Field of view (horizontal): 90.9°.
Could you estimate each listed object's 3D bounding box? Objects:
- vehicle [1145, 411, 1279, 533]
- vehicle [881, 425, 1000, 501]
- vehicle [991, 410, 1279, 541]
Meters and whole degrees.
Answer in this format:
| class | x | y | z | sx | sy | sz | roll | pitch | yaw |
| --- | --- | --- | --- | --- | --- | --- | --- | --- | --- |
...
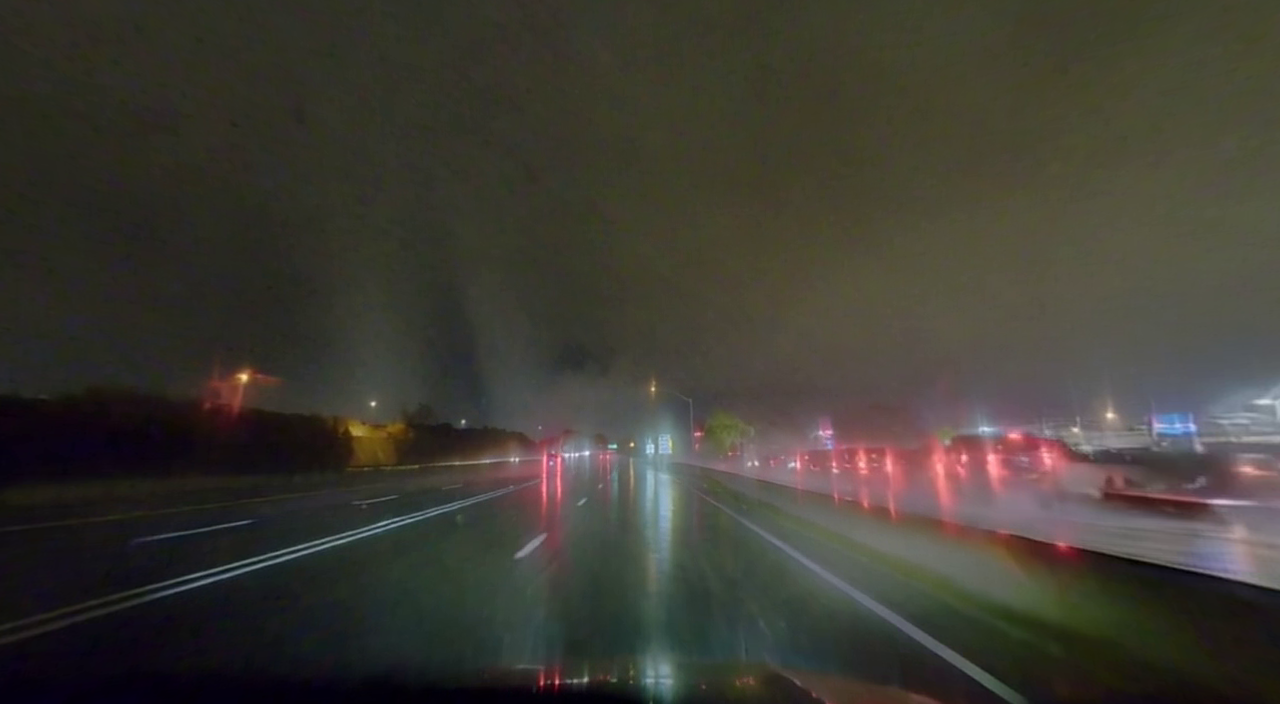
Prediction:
| class | x | y | z | sx | sy | sz | roll | pitch | yaw |
| --- | --- | --- | --- | --- | --- | --- | --- | --- | --- |
| vehicle | 18.770 | 3.344 | 17.650 | 2.930 | 3.278 | 7.511 | 0 | -9 | 0 |
| vehicle | 15.945 | 5.922 | 34.372 | 2.391 | 3.553 | 8.914 | 0 | -9 | 2 |
| vehicle | 15.983 | 3.976 | 21.339 | 2.752 | 3.433 | 9.030 | 0 | -9 | -1 |
